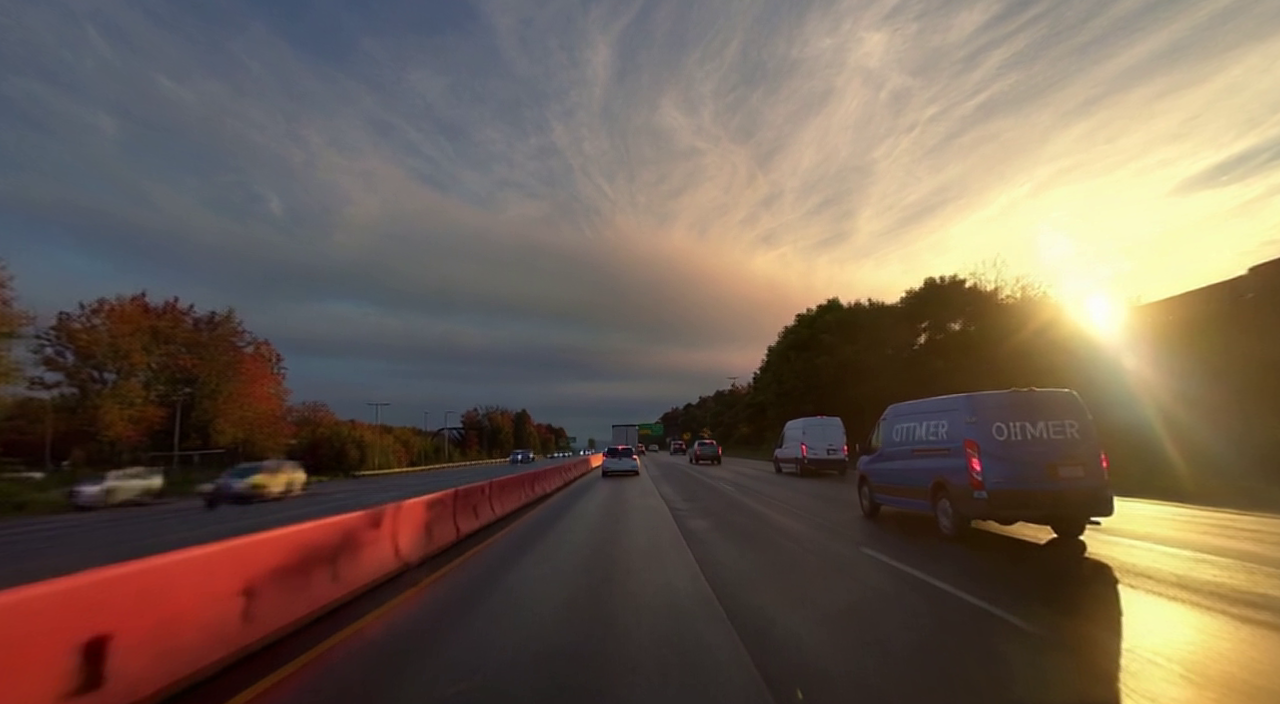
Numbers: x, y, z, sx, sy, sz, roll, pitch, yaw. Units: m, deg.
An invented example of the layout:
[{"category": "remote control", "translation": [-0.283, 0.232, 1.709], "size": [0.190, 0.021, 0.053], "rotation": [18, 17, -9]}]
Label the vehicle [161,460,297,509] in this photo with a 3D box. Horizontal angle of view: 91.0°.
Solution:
[{"category": "vehicle", "translation": [-14.624, 4.714, 22.776], "size": [1.876, 1.451, 4.620], "rotation": [0, -9, -1]}]

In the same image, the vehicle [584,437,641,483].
[{"category": "vehicle", "translation": [-1.066, 4.227, 24.902], "size": [2.100, 1.636, 3.620], "rotation": [0, -8, -2]}]

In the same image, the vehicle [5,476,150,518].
[{"category": "vehicle", "translation": [-22.137, 5.705, 25.046], "size": [1.889, 1.501, 4.156], "rotation": [0, -11, 0]}]

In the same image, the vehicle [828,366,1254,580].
[{"category": "vehicle", "translation": [4.598, 1.510, 8.599], "size": [2.223, 2.008, 5.121], "rotation": [0, -8, -3]}]
